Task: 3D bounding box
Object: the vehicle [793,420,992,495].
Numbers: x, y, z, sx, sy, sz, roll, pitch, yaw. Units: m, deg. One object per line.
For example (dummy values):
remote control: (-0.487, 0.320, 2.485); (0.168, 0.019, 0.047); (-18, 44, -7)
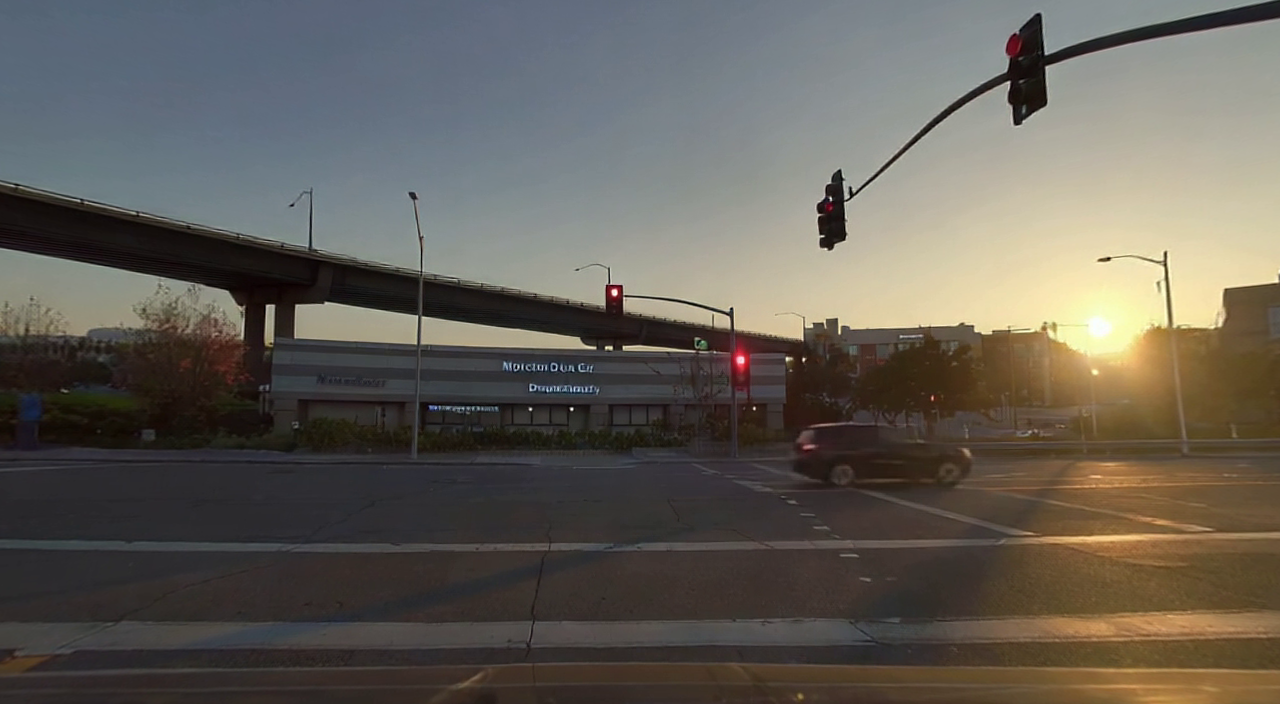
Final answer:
vehicle: (5.846, 2.478, 14.983); (3.897, 1.637, 1.832); (0, -9, -3)
